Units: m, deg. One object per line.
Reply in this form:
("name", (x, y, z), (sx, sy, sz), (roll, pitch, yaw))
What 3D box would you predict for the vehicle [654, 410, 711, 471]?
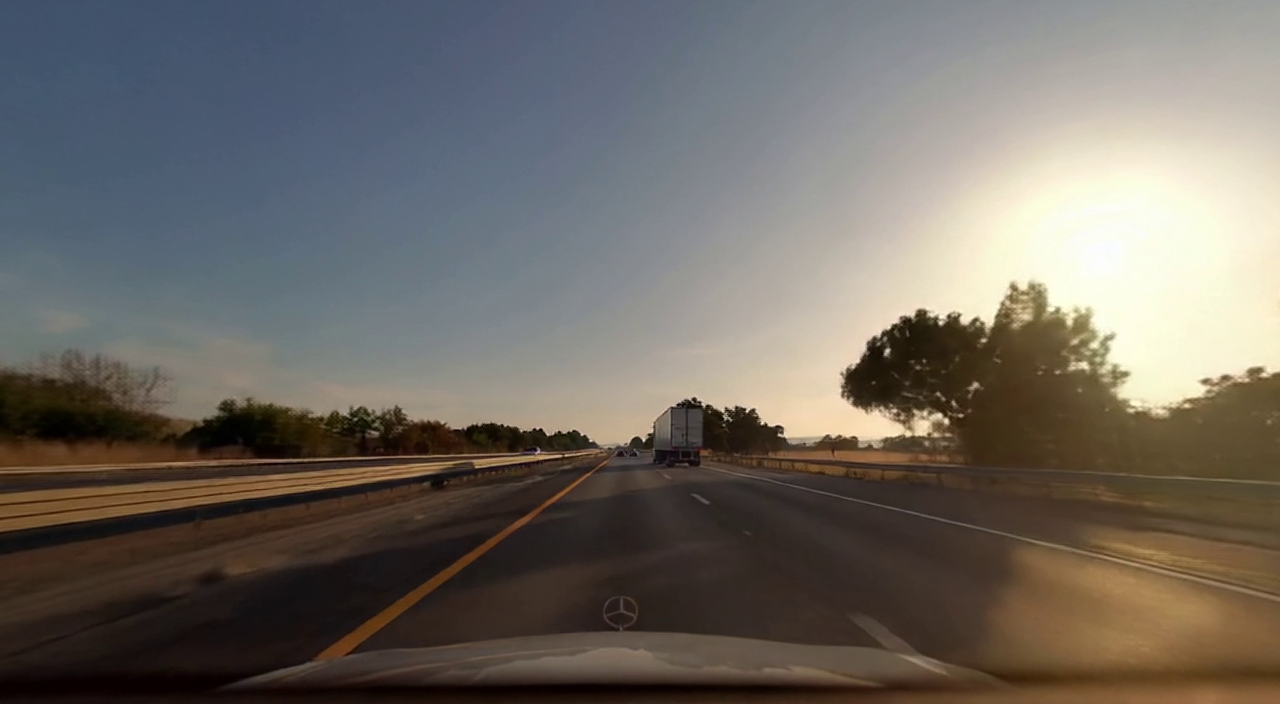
("vehicle", (3.015, 6.946, 49.193), (2.938, 4.076, 13.362), (0, -8, -3))
